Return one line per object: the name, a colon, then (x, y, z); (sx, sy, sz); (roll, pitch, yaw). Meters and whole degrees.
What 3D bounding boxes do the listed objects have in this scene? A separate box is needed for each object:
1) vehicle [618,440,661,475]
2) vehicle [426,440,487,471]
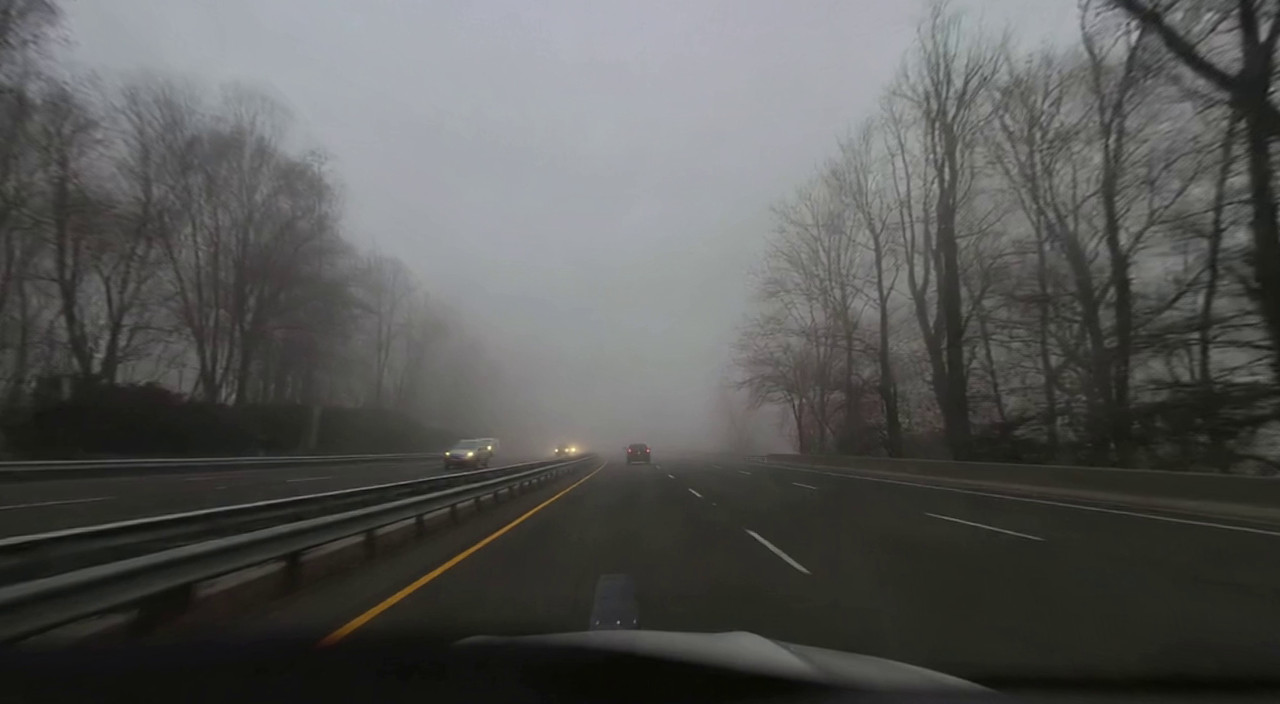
vehicle: (-0.074, 5.586, 33.432); (2.151, 1.693, 4.201); (0, -9, -1)
vehicle: (-9.495, 5.393, 32.774); (1.950, 1.498, 4.113); (0, -9, 0)
